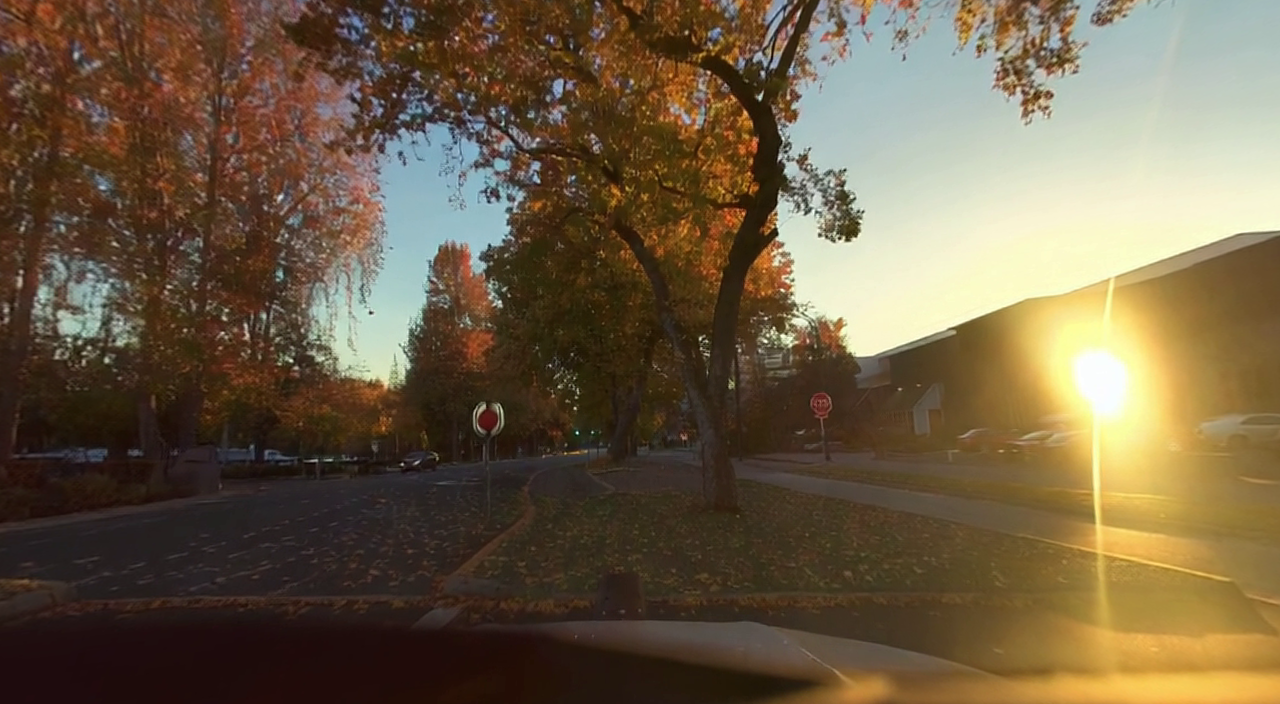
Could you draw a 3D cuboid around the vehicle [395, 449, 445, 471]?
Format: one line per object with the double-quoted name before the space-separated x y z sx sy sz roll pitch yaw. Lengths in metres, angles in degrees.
"vehicle" -17.272 8.468 49.711 1.907 1.644 4.410 -1 -9 8
